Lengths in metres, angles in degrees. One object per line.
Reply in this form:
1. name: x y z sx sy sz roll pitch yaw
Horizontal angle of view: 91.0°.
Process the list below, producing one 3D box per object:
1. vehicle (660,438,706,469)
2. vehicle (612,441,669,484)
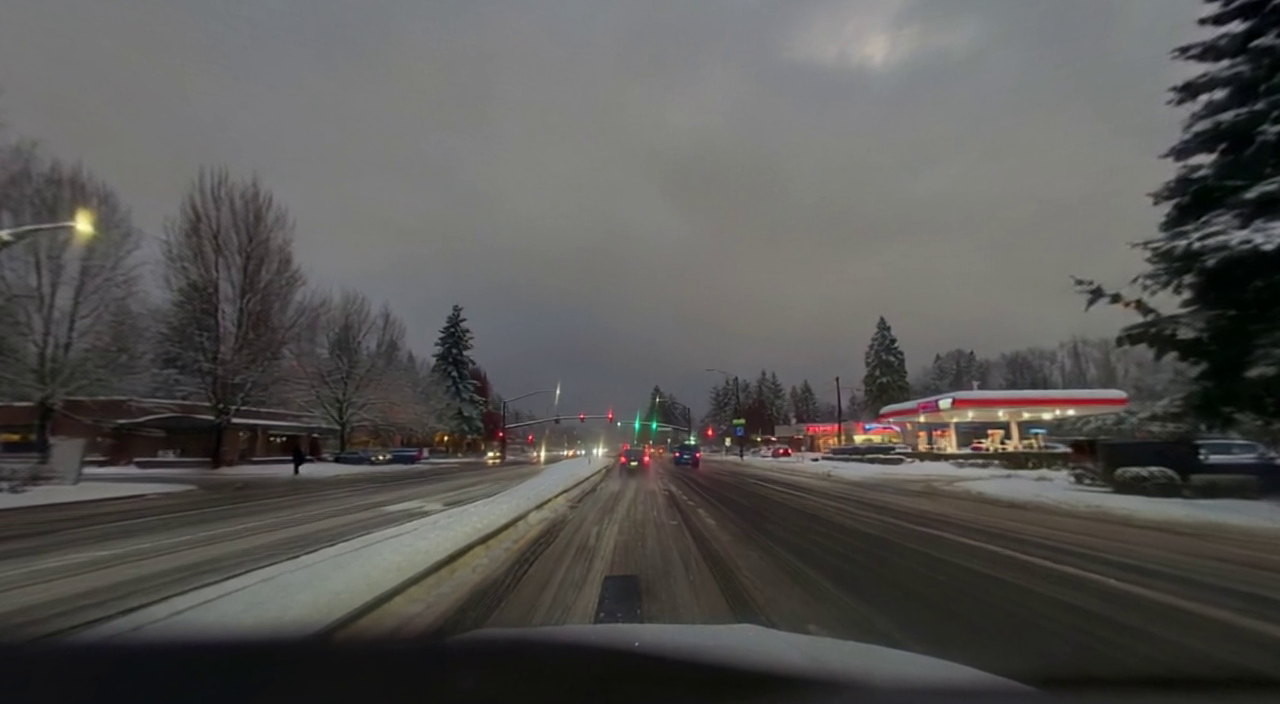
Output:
1. vehicle: 2.990 7.241 45.141 2.731 2.101 6.047 0 -9 -2
2. vehicle: -0.009 4.429 25.583 2.145 1.572 4.021 0 -9 -1
